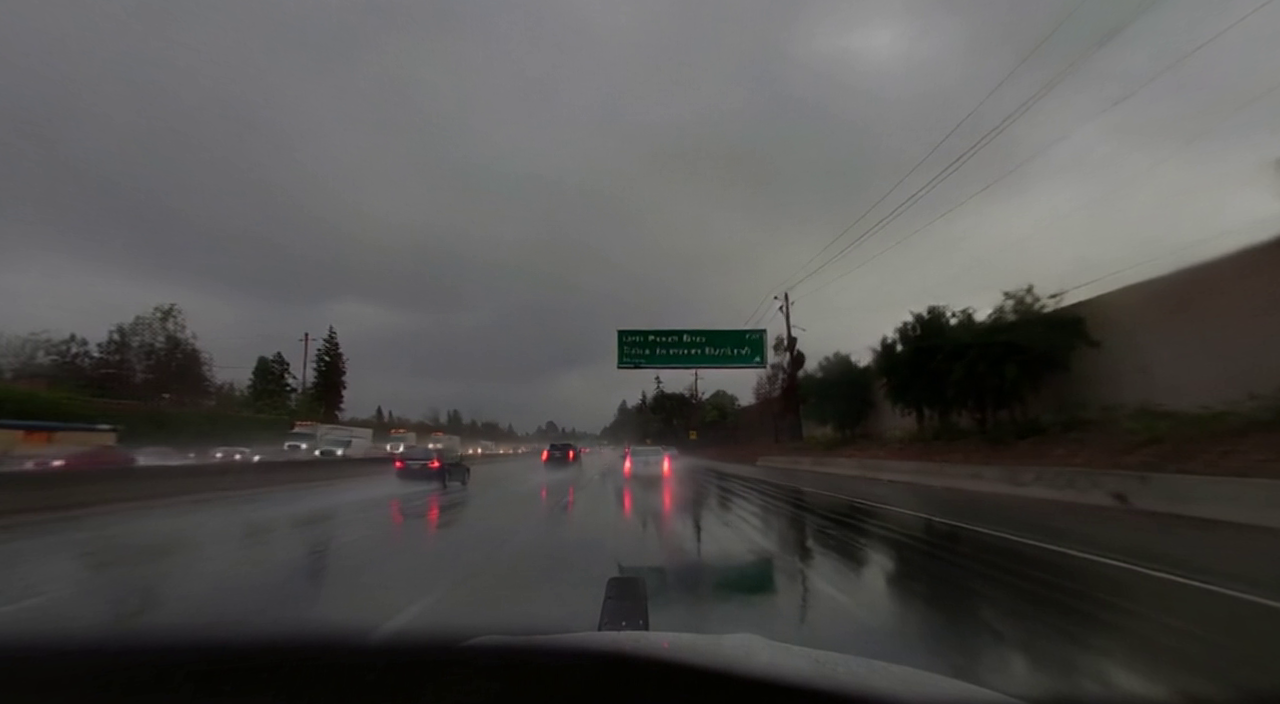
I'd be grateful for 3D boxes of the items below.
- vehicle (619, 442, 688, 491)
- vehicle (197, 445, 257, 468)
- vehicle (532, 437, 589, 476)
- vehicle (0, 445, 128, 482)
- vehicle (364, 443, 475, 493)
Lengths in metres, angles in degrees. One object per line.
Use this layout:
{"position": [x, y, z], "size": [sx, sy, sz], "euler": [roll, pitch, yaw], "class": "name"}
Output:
{"position": [0.364, 3.800, 21.337], "size": [2.082, 1.482, 4.126], "euler": [0, -8, -1], "class": "vehicle"}
{"position": [-30.213, 7.599, 46.246], "size": [1.822, 1.595, 4.076], "euler": [1, -8, -4], "class": "vehicle"}
{"position": [-3.818, 5.134, 31.164], "size": [2.289, 1.777, 4.534], "euler": [0, -8, -1], "class": "vehicle"}
{"position": [-25.230, 4.871, 27.821], "size": [1.868, 1.480, 4.180], "euler": [0, -8, -3], "class": "vehicle"}
{"position": [-7.174, 3.791, 21.133], "size": [1.974, 1.464, 4.733], "euler": [0, -8, 0], "class": "vehicle"}
